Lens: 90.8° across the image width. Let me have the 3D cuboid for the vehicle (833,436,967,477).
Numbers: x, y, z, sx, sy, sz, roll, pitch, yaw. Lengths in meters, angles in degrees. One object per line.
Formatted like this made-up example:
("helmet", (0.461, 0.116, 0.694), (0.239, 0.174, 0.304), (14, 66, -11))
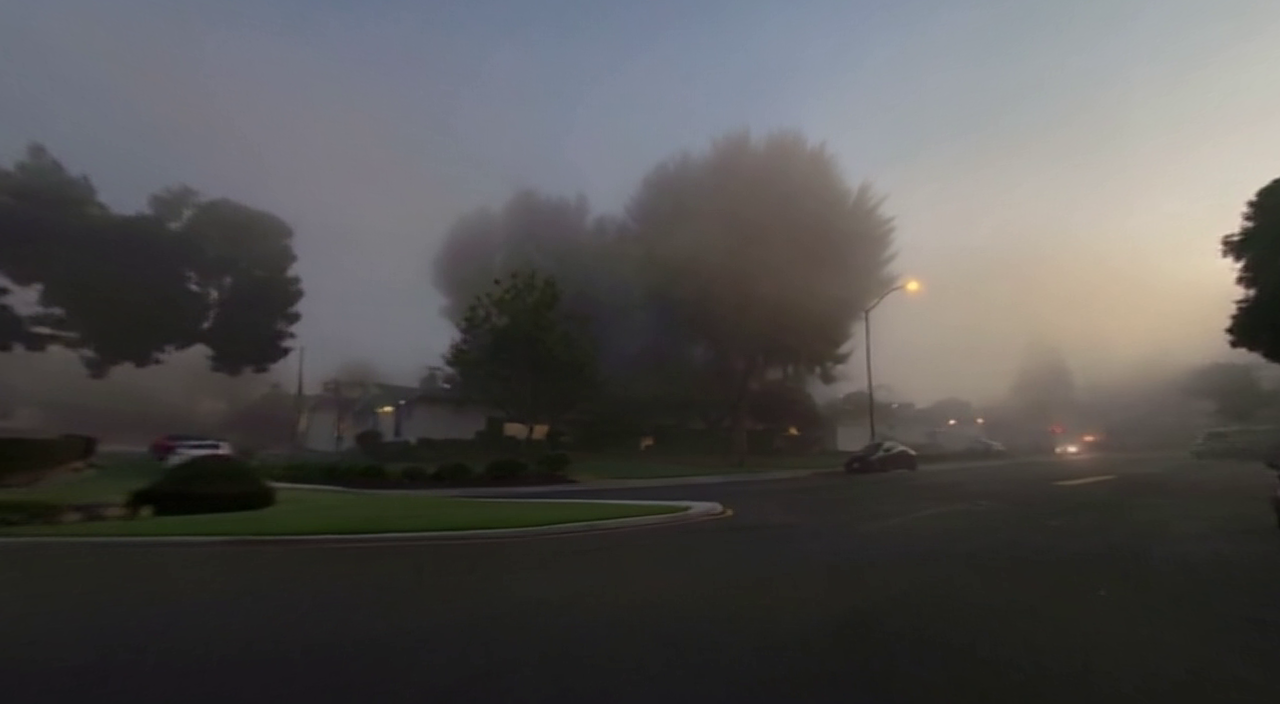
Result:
("vehicle", (10.616, 4.299, 26.149), (4.750, 1.559, 1.928), (-2, -9, 11))

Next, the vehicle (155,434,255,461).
("vehicle", (-25.131, 5.554, 36.709), (4.585, 1.457, 1.899), (5, -10, -30))
